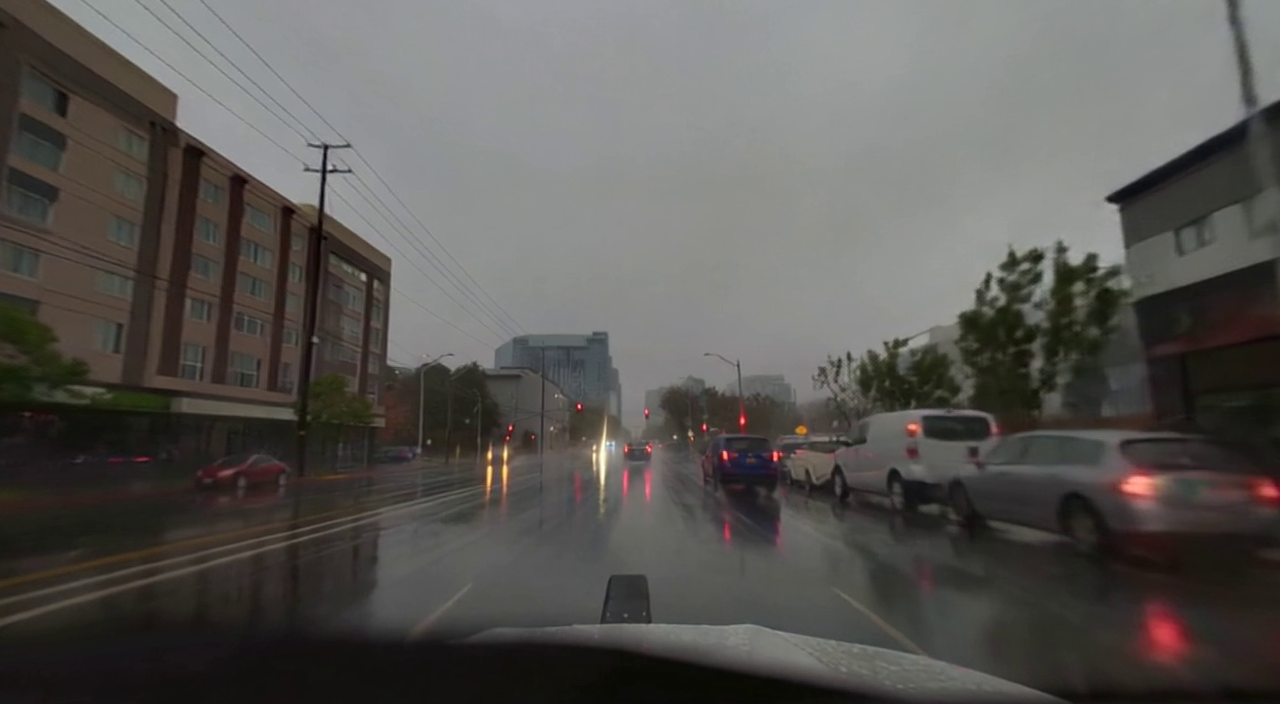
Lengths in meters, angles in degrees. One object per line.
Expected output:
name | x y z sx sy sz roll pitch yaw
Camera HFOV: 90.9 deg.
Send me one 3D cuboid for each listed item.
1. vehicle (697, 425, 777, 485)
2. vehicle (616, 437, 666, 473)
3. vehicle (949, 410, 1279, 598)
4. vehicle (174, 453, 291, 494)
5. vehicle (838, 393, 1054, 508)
vehicle | 3.463 3.793 23.453 2.159 1.938 4.836 0 -8 0
vehicle | 0.048 4.952 30.376 2.245 1.587 4.094 0 -8 0
vehicle | 6.733 1.909 8.933 2.176 1.901 4.887 0 -8 0
vehicle | -17.407 5.169 27.250 1.924 1.558 4.620 0 -8 1
vehicle | 6.759 2.283 14.881 2.396 2.218 5.242 0 -8 0
